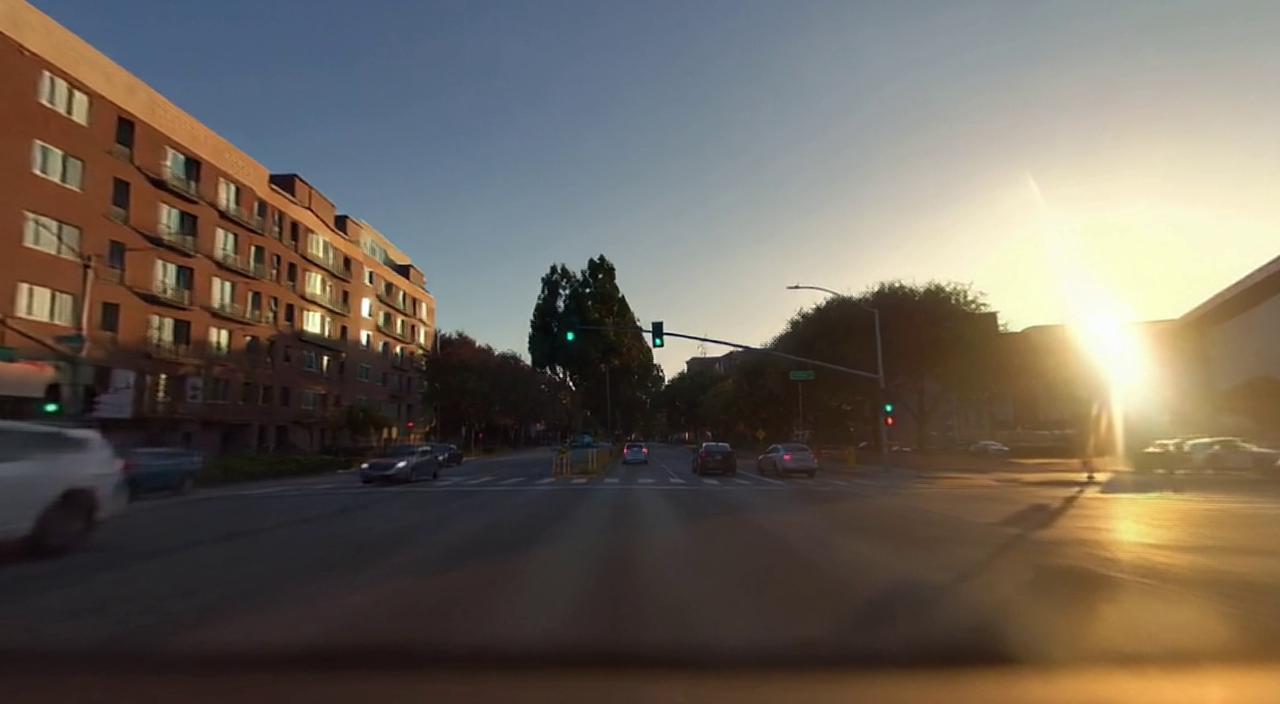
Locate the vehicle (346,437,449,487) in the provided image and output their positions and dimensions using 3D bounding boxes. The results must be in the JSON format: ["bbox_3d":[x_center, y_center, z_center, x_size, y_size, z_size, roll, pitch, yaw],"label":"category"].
[{"bbox_3d":[-9.097,4.148,24.161,2.160,1.689,4.451,0,-8,0],"label":"vehicle"}]

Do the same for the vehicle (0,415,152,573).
[{"bbox_3d":[-8.538,1.567,6.858,2.590,1.769,4.827,0,-8,0],"label":"vehicle"}]

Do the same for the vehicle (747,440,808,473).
[{"bbox_3d":[6.722,5.144,31.330,1.861,1.473,4.393,0,-8,-2],"label":"vehicle"}]

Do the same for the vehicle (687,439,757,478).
[{"bbox_3d":[3.358,4.472,26.892,2.226,1.490,4.593,0,-8,-2],"label":"vehicle"}]

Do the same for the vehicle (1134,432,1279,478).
[{"bbox_3d":[27.177,4.845,29.882,2.686,1.901,6.293,-2,-9,3],"label":"vehicle"}]

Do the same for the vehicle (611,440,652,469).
[{"bbox_3d":[-0.462,5.655,34.923,2.143,1.480,4.006,0,-8,-1],"label":"vehicle"}]
